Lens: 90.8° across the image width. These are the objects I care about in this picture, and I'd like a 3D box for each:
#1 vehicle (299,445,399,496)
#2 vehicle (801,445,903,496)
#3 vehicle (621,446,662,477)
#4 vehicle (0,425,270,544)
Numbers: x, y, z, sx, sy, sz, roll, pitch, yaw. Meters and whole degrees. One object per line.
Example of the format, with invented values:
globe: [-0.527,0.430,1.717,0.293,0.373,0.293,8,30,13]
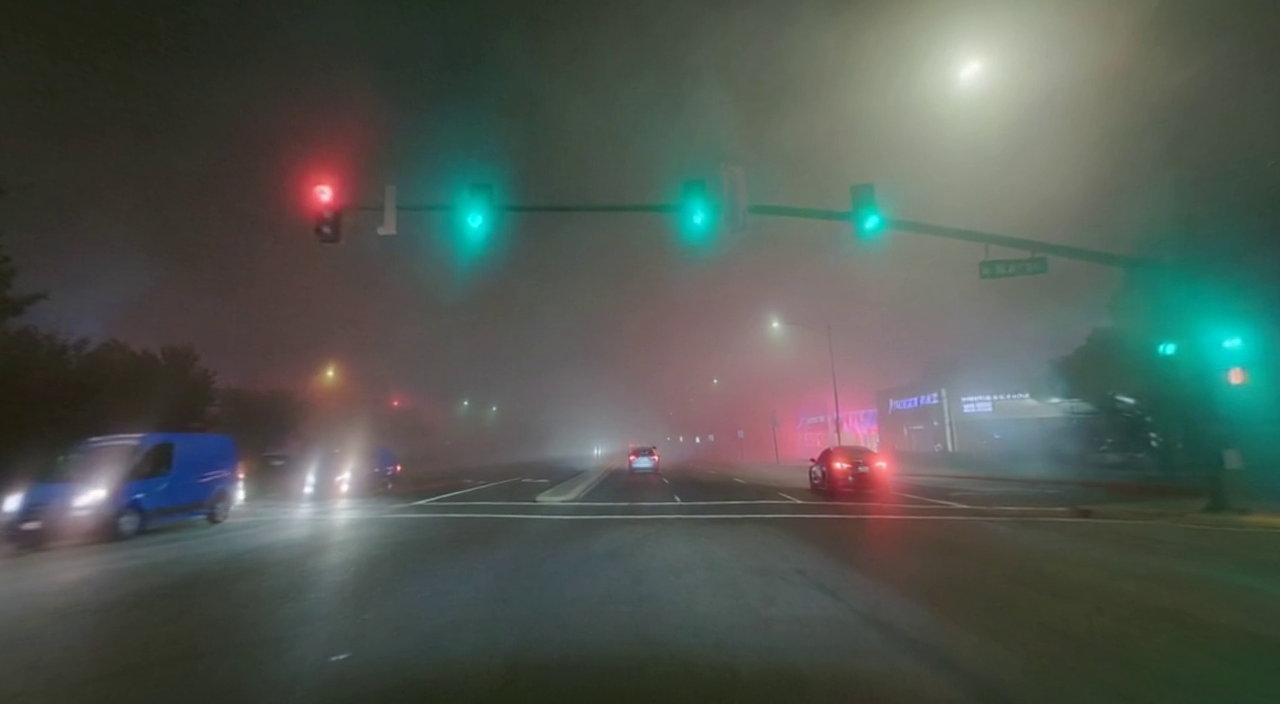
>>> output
vehicle: [-10.937,4.436,24.103,1.911,1.779,4.067,0,-8,-1]
vehicle: [6.744,3.788,20.604,1.849,1.464,4.119,0,-8,0]
vehicle: [0.028,5.716,33.252,2.027,1.494,3.942,0,-8,-1]
vehicle: [-10.920,2.715,13.800,2.345,2.052,5.396,0,-8,0]
